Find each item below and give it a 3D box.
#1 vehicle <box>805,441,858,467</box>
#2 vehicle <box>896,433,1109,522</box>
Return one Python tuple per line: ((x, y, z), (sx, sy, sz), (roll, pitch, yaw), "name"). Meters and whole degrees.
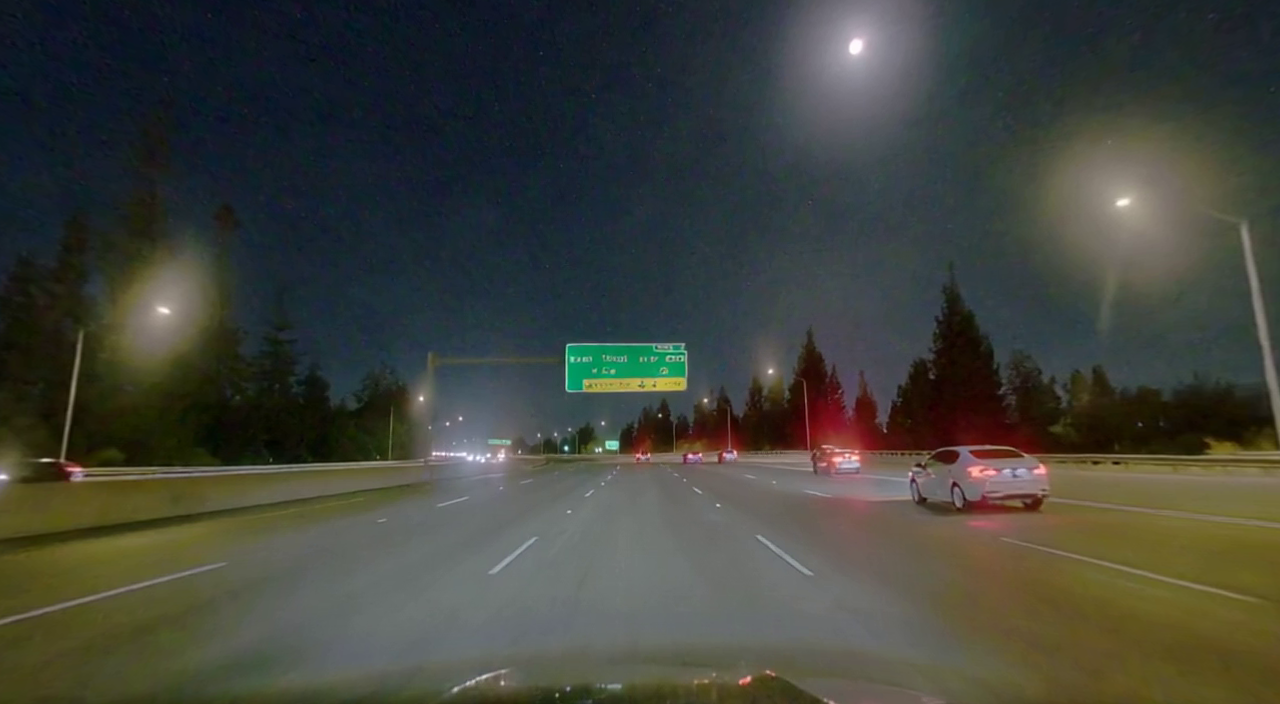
((14.206, 7.609, 47.163), (2.107, 1.803, 5.385), (0, -9, -2), "vehicle")
((7.696, 2.688, 14.000), (2.124, 1.661, 4.267), (0, -9, -1), "vehicle")
